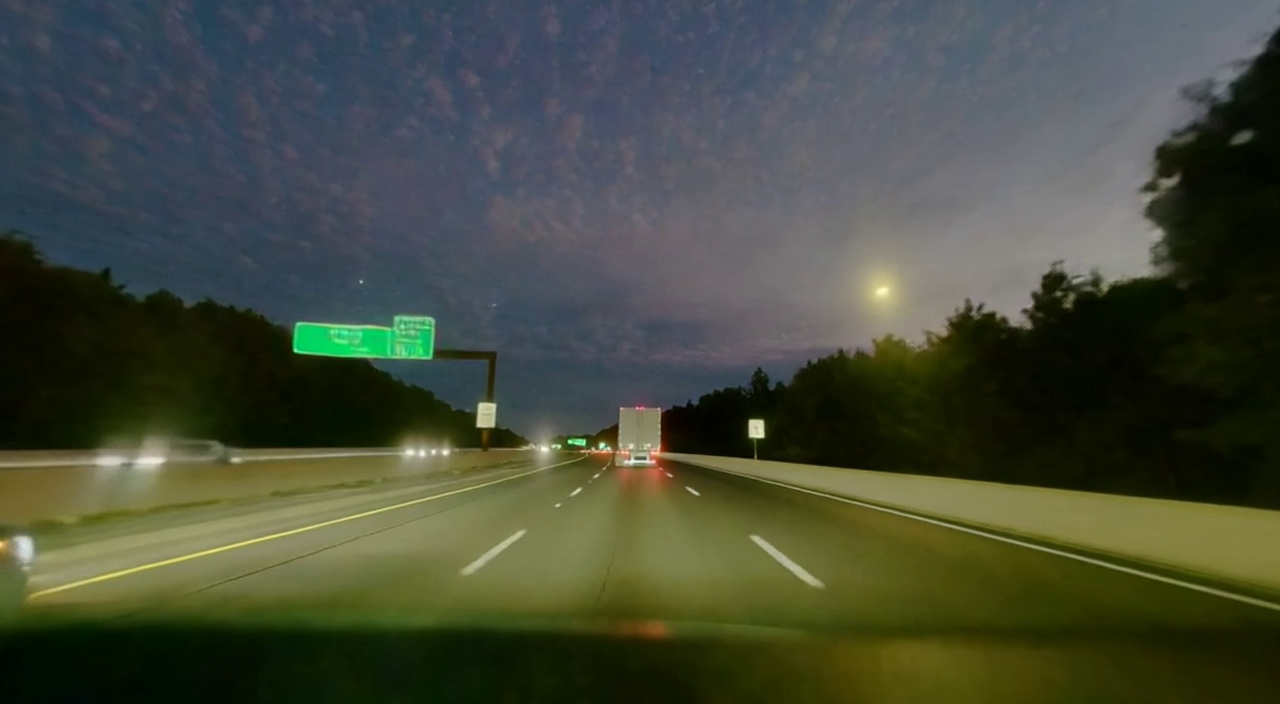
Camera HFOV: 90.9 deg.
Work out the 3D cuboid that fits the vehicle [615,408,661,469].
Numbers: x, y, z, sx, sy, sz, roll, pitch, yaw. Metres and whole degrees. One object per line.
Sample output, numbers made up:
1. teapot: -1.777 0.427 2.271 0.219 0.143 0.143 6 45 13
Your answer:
1. vehicle: -0.316 6.502 46.764 2.962 3.953 10.696 0 -9 -3
